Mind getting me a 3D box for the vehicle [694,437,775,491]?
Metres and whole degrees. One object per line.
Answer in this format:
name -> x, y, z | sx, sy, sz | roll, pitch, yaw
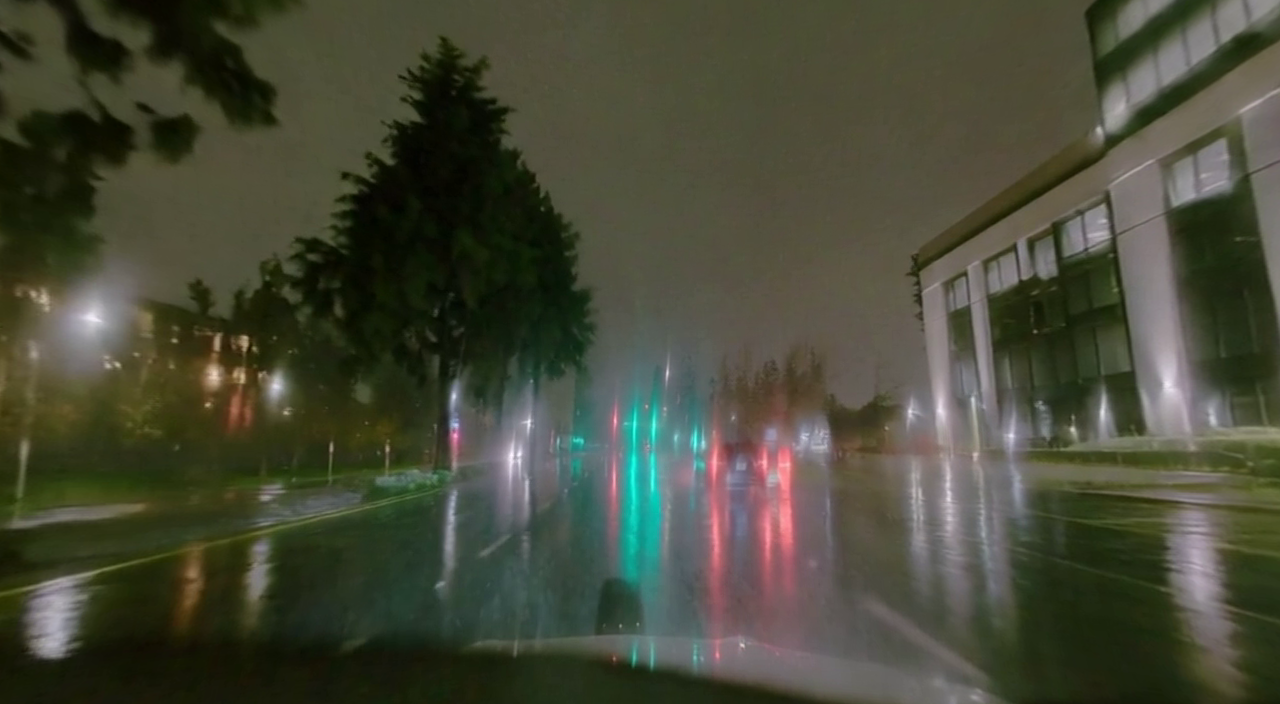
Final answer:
vehicle -> 3.240, 3.942, 22.607 | 2.083, 1.743, 4.354 | 0, -8, -2
